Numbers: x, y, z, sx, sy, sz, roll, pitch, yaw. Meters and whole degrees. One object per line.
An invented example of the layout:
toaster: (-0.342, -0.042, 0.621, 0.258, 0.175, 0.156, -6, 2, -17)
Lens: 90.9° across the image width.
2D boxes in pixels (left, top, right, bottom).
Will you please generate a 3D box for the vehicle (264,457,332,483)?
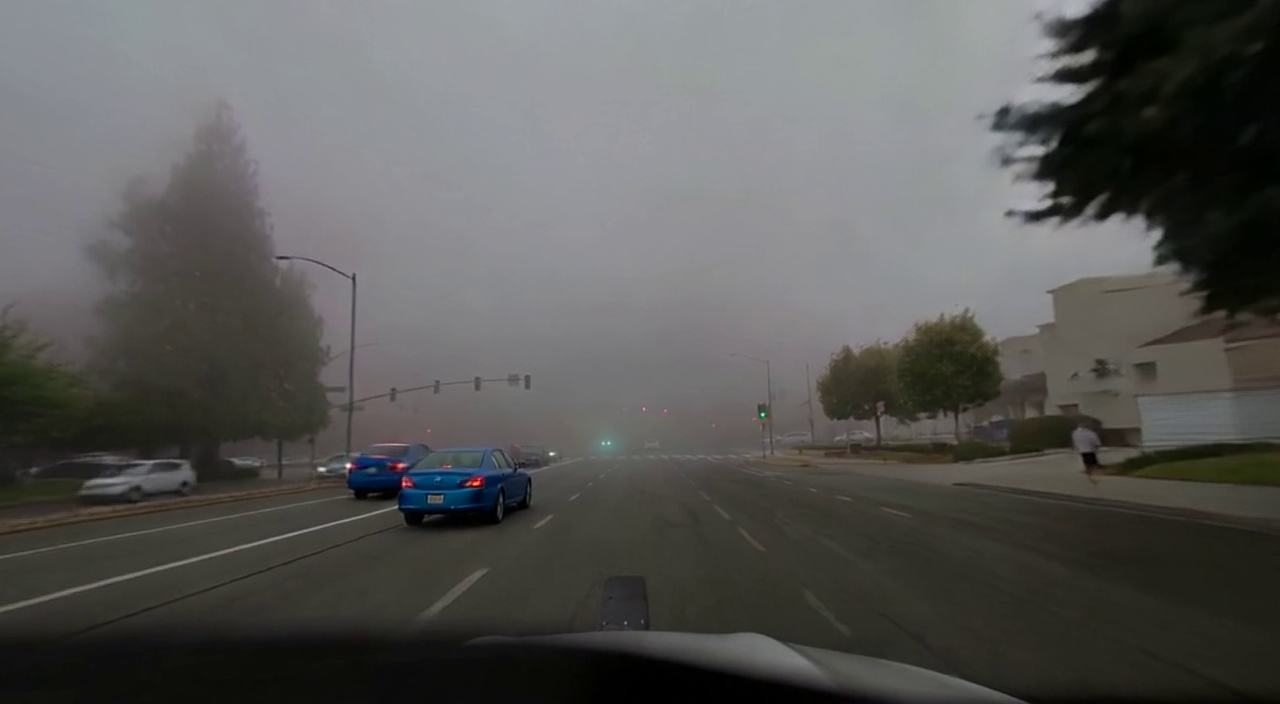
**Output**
vehicle: (-21.622, 7.441, 40.063, 1.757, 1.472, 4.563, -1, -8, 1)

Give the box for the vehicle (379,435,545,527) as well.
vehicle: (-3.245, 2.444, 12.537, 1.924, 1.480, 4.421, -1, -9, 1)

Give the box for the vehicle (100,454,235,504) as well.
vehicle: (-17.911, 4.793, 24.190, 1.832, 1.628, 4.222, -1, -8, 1)
